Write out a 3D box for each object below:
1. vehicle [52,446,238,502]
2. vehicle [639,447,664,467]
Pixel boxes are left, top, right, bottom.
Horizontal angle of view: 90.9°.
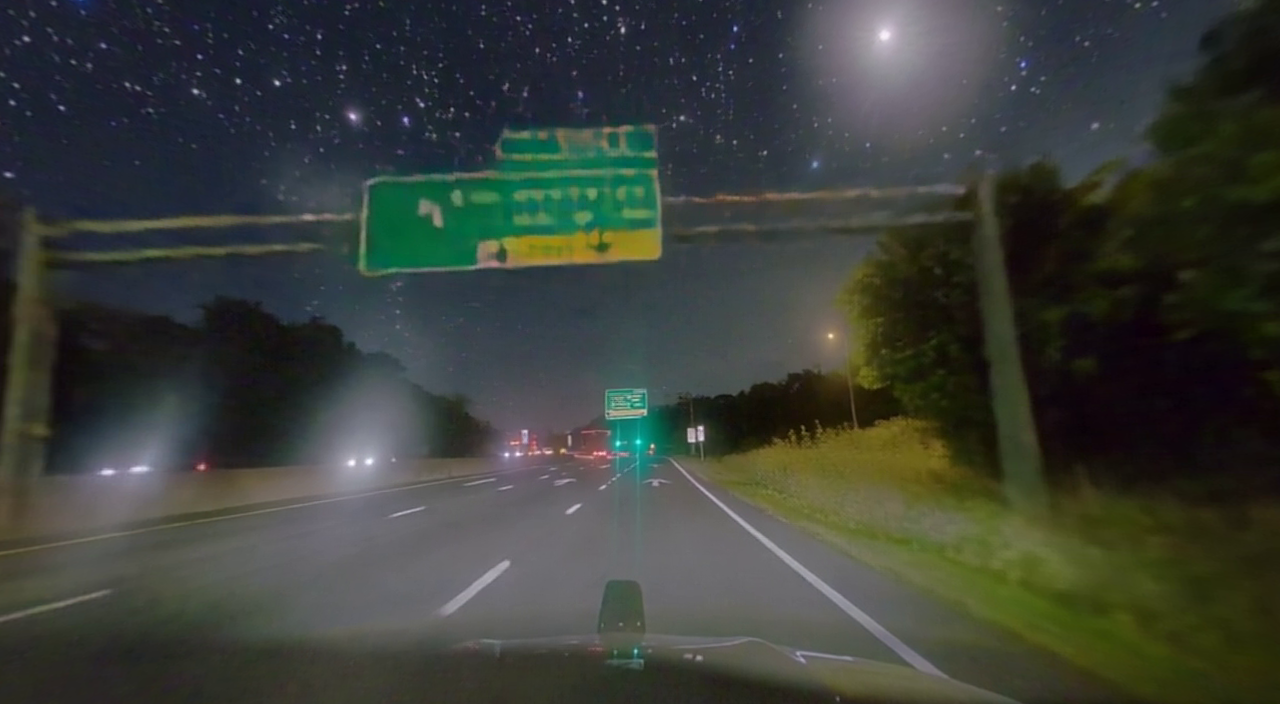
[{"bbox_3d":[-14.462,3.571,18.815,1.908,1.447,4.337,0,-9,2],"label":"vehicle"},{"bbox_3d":[0.865,7.963,47.962,1.807,1.427,3.645,0,-9,1],"label":"vehicle"}]
